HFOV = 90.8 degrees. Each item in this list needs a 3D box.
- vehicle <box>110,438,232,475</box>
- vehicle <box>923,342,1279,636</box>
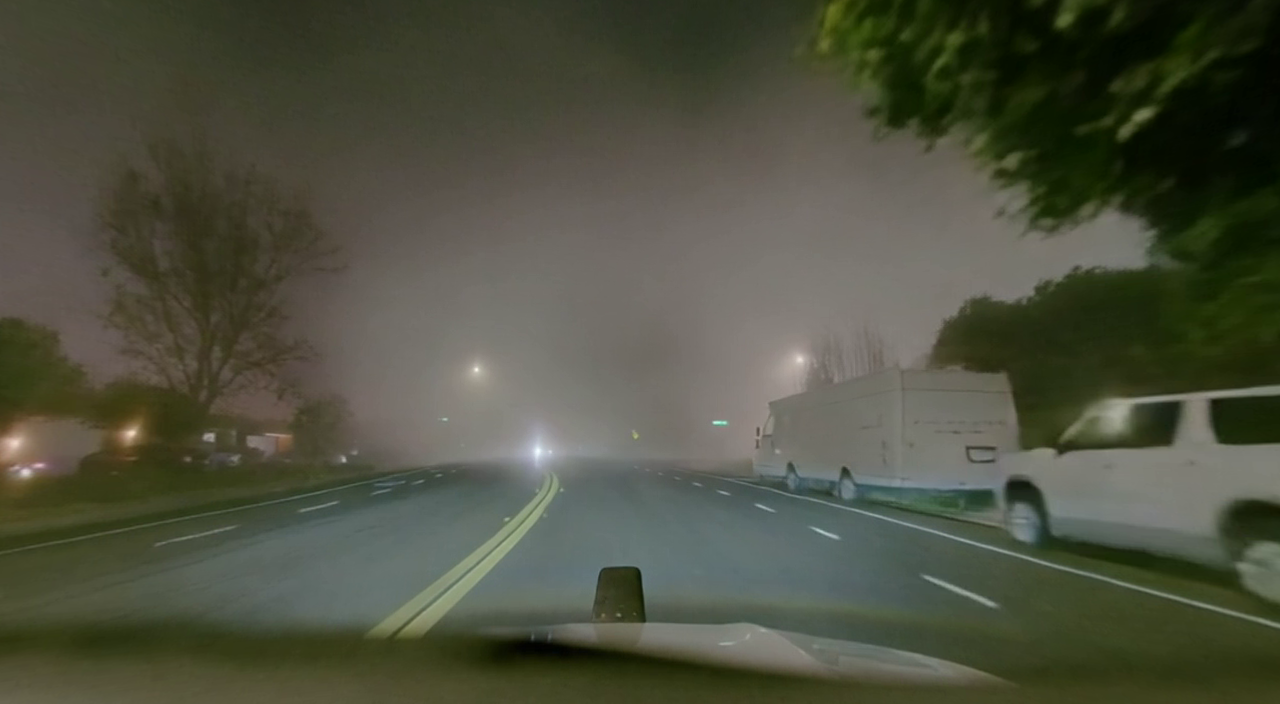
[{"bbox_3d":[-25.998,5.785,35.222,4.975,1.847,2.096,0,-8,-13],"label":"vehicle"},{"bbox_3d":[5.894,1.265,6.593,2.670,2.085,6.775,0,-8,-1],"label":"vehicle"}]
